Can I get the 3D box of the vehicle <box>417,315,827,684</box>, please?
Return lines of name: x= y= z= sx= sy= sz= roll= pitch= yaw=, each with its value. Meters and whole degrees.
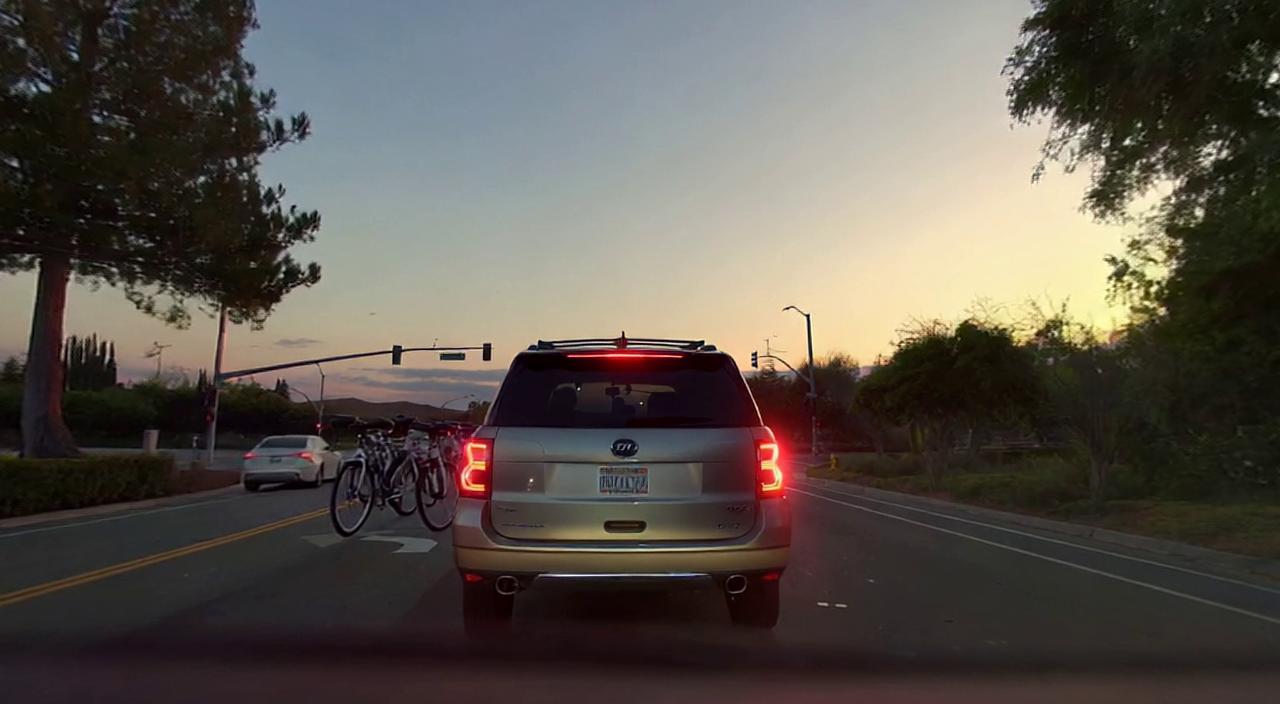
vehicle: x=-0.237 y=1.158 z=6.001 sx=2.333 sy=2.087 sz=4.586 roll=0 pitch=-8 yaw=-4

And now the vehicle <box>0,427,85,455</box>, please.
vehicle: x=-36.368 y=5.383 z=38.082 sx=3.926 sy=1.536 sz=1.731 roll=0 pitch=-8 yaw=-8

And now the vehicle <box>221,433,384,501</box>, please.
vehicle: x=-8.517 y=2.929 z=16.499 sx=2.024 sy=1.511 sz=4.550 roll=1 pitch=-8 yaw=-4

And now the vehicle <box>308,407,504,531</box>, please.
vehicle: x=-4.176 y=2.194 z=12.467 sx=2.337 sy=1.858 sz=5.409 roll=1 pitch=-9 yaw=-7

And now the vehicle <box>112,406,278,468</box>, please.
vehicle: x=-28.086 y=5.423 z=40.279 sx=8.040 sy=3.335 sz=3.070 roll=-2 pitch=-9 yaw=-8
